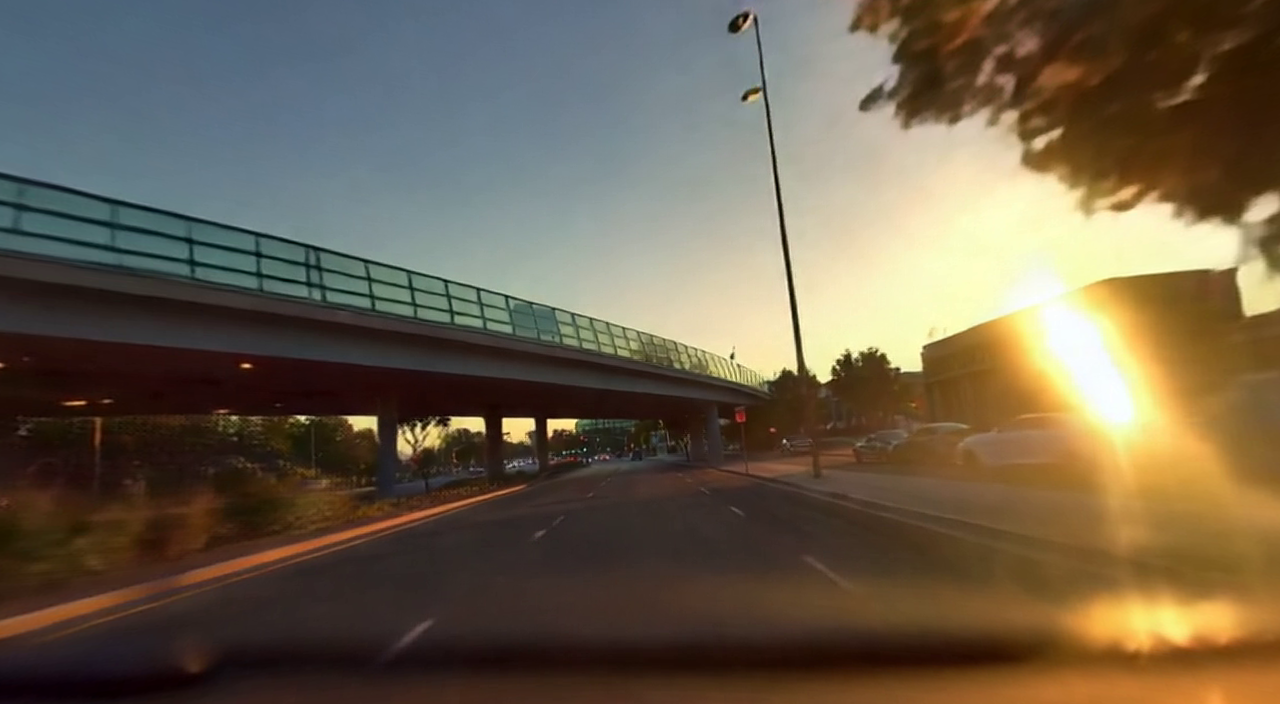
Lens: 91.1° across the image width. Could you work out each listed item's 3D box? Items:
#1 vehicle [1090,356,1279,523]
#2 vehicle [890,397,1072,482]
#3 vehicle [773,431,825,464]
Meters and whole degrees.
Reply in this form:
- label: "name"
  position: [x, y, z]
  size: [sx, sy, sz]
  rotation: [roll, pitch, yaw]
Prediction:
- label: "vehicle"
  position: [10.035, 1.175, 8.747]
  size: [2.445, 2.272, 6.461]
  rotation: [-2, -9, -2]
- label: "vehicle"
  position: [10.626, 2.887, 20.363]
  size: [2.287, 1.953, 5.796]
  rotation: [-10, -9, -3]
- label: "vehicle"
  position: [10.848, 6.575, 43.166]
  size: [2.244, 1.866, 4.603]
  rotation: [-7, -9, 0]
